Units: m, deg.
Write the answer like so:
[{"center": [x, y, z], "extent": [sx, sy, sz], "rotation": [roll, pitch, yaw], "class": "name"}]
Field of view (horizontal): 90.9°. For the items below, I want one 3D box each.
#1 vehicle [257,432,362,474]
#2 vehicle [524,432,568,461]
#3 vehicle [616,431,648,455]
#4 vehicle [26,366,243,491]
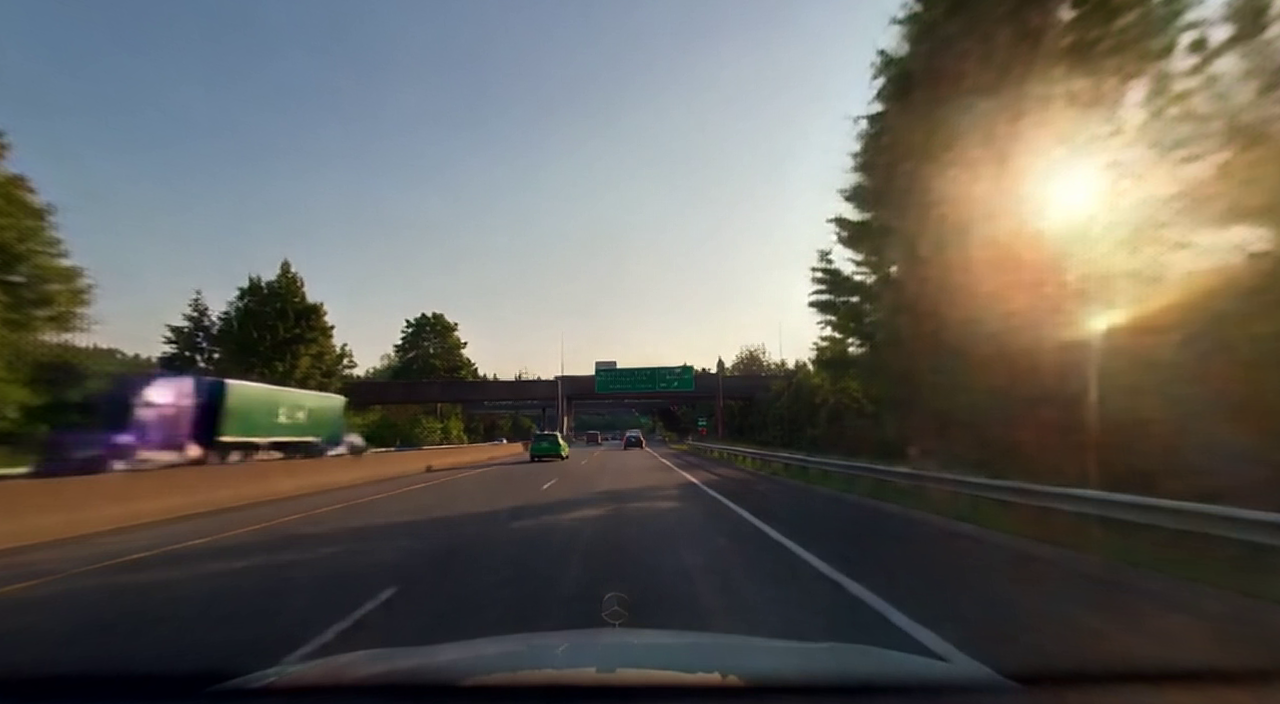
[{"center": [-13.193, 4.035, 25.528], "extent": [1.890, 1.523, 4.519], "rotation": [0, -8, -2], "class": "vehicle"}, {"center": [-5.095, 5.142, 34.486], "extent": [1.959, 1.514, 3.668], "rotation": [0, -8, -2], "class": "vehicle"}, {"center": [-0.579, 6.398, 44.389], "extent": [2.139, 1.561, 4.060], "rotation": [0, -8, -1], "class": "vehicle"}, {"center": [-17.930, 2.798, 22.998], "extent": [2.987, 3.956, 5.796], "rotation": [0, -8, -2], "class": "vehicle"}]
